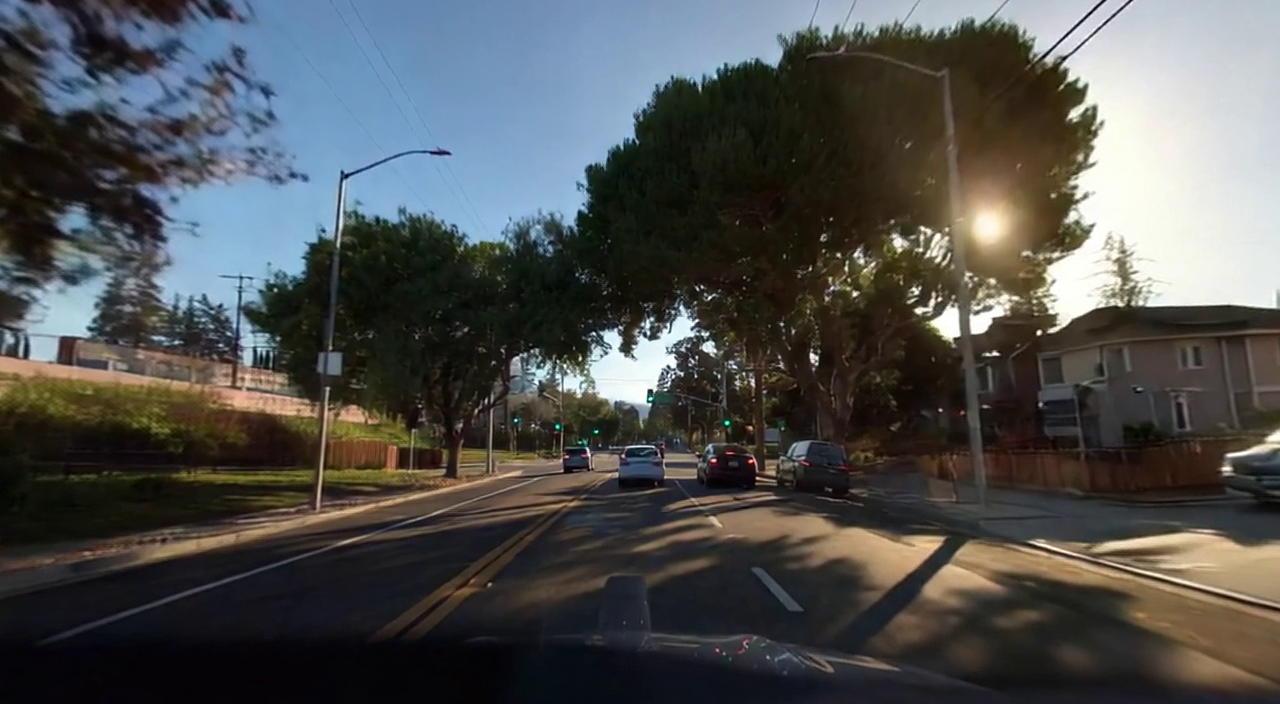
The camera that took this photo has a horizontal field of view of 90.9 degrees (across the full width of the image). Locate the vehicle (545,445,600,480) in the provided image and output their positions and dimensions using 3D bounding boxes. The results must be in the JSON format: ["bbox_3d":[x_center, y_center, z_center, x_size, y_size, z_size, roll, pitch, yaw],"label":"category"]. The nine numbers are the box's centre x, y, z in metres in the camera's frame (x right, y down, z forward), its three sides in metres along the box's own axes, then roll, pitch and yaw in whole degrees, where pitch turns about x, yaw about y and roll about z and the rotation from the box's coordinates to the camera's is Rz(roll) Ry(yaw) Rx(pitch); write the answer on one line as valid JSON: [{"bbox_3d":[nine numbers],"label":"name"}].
[{"bbox_3d":[-3.115,5.204,30.078,2.012,1.505,4.205,-1,-8,2],"label":"vehicle"}]

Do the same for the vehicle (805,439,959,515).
[{"bbox_3d":[5.817,3.028,15.913,2.011,1.620,4.694,0,-8,0],"label":"vehicle"}]

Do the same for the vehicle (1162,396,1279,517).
[{"bbox_3d":[13.712,1.674,11.637,5.929,1.970,2.381,-5,-8,-1],"label":"vehicle"}]

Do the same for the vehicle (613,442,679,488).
[{"bbox_3d":[0.197,3.945,22.390,2.101,1.467,4.210,0,-8,0],"label":"vehicle"}]

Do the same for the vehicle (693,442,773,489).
[{"bbox_3d":[3.168,3.983,22.525,2.158,1.483,4.415,0,-8,0],"label":"vehicle"}]
